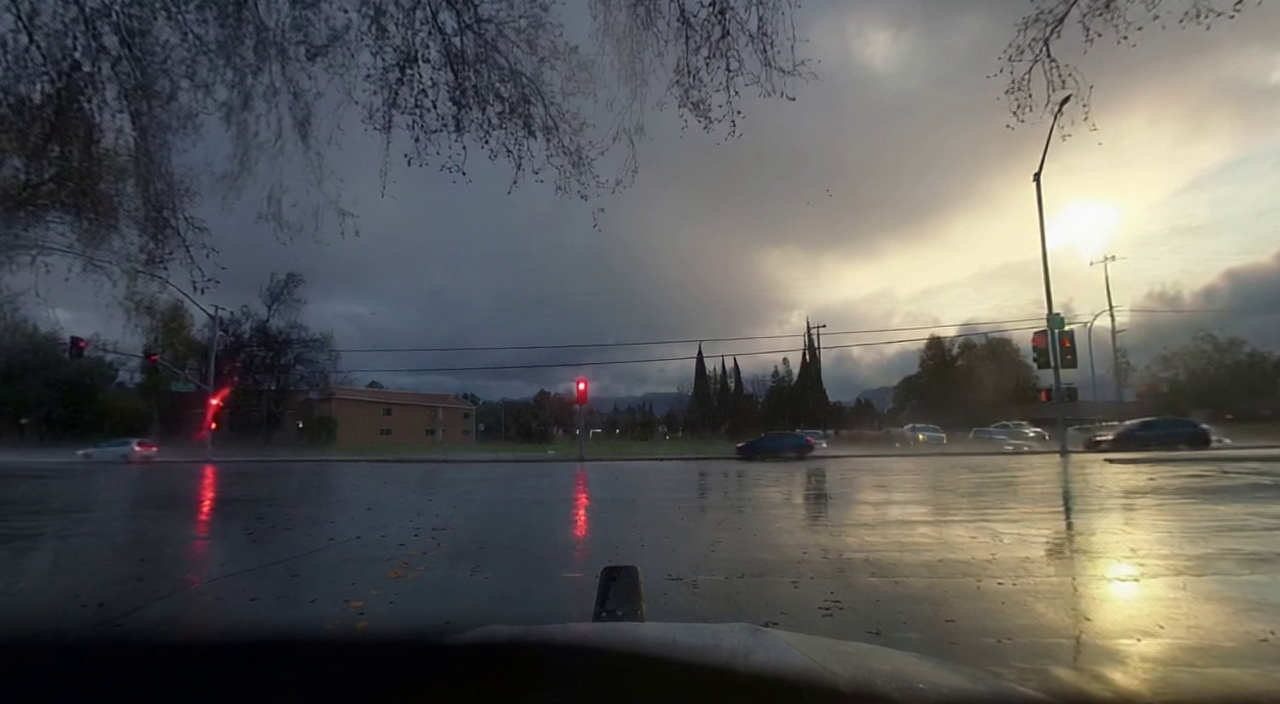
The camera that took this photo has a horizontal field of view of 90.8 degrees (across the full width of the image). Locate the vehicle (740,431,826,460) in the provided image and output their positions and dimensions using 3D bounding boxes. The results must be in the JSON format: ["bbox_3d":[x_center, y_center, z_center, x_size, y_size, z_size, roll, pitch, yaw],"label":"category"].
[{"bbox_3d":[7.847,5.165,34.970,4.488,1.536,1.849,-2,-9,11],"label":"vehicle"}]

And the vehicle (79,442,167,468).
[{"bbox_3d":[-31.541,6.282,38.584,4.020,1.517,1.855,-2,-9,10],"label":"vehicle"}]

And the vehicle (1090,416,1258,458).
[{"bbox_3d":[21.381,3.447,25.528,4.677,1.593,2.029,-2,-9,11],"label":"vehicle"}]

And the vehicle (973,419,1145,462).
[{"bbox_3d":[15.021,3.220,22.948,4.749,1.461,1.892,-1,-9,9],"label":"vehicle"}]

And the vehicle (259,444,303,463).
[{"bbox_3d":[-28.076,7.923,49.557,2.235,1.417,4.272,3,-9,-19],"label":"vehicle"}]
